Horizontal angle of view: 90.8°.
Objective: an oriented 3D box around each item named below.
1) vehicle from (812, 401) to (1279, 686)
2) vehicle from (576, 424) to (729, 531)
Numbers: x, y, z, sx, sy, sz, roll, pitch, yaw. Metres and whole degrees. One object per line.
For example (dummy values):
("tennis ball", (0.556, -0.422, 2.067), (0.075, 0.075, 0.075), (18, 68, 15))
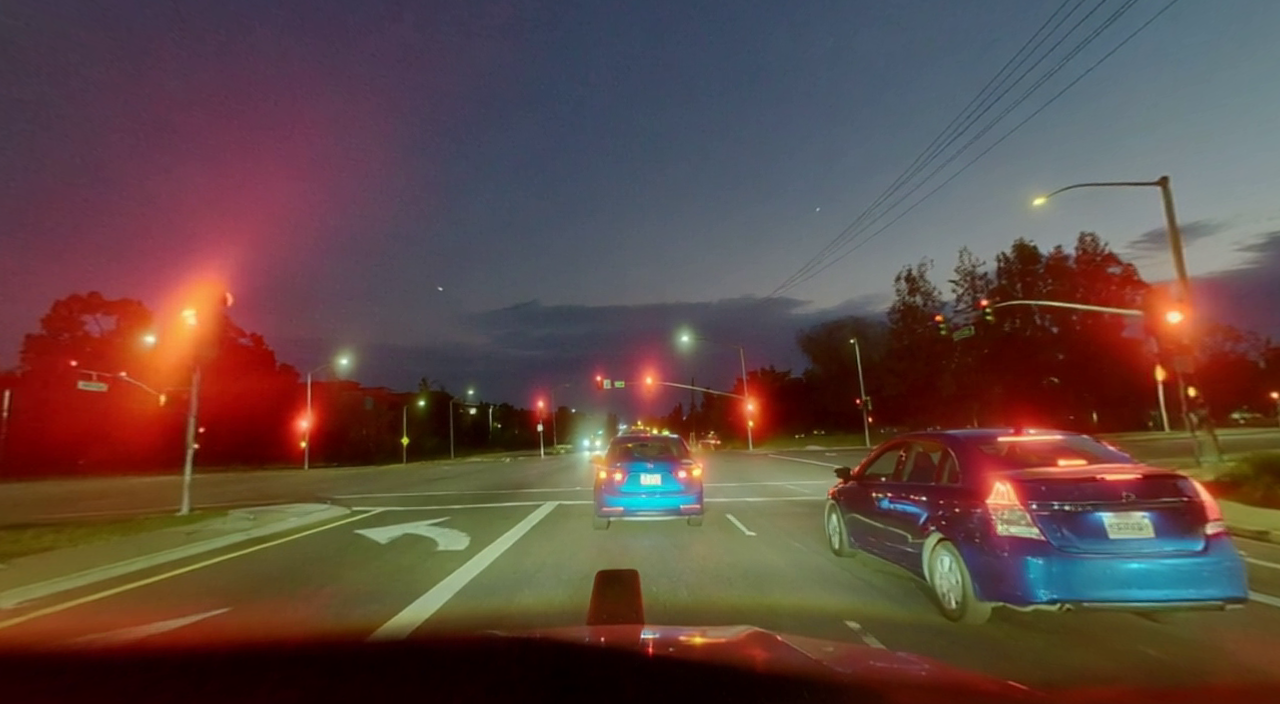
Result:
("vehicle", (3.088, 1.298, 5.446), (2.004, 1.448, 4.263), (0, -8, 0))
("vehicle", (0.168, 2.024, 10.718), (2.110, 1.466, 3.860), (0, -8, 0))
